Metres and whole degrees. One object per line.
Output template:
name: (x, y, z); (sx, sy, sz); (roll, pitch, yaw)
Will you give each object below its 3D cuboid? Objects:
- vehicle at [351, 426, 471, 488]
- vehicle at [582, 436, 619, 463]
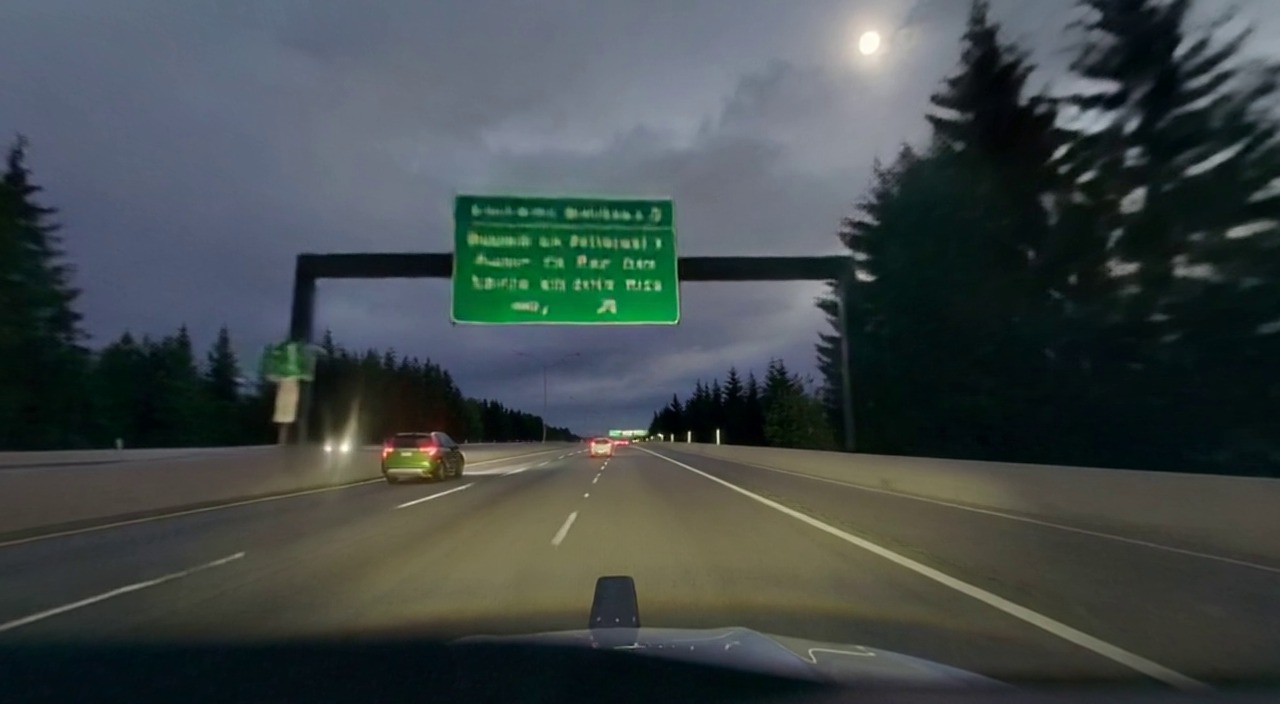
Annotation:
vehicle: (-6.877, 3.177, 19.489); (2.111, 1.689, 4.505); (0, -8, -1)
vehicle: (-2.274, 5.723, 37.154); (2.010, 1.534, 4.013); (0, -8, -1)
